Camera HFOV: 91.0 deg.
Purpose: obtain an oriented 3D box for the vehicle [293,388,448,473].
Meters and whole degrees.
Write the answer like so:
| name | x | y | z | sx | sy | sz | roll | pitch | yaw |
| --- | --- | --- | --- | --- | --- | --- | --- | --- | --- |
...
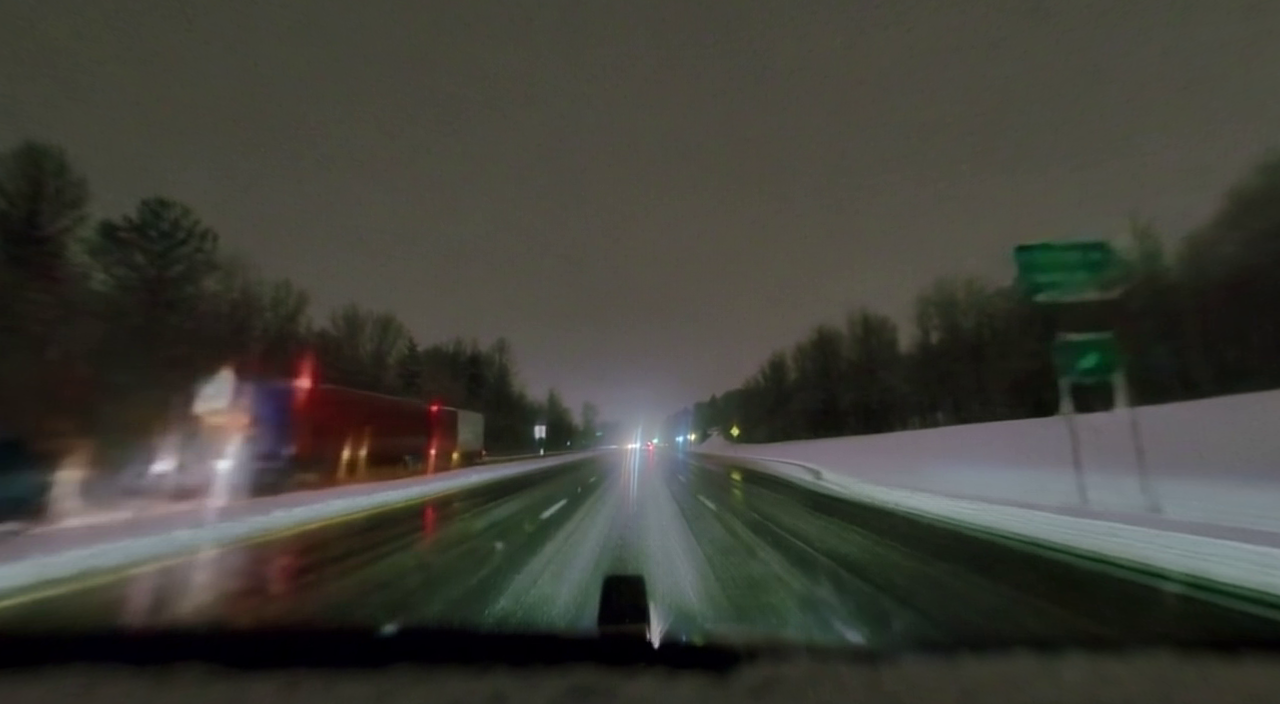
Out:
| name | x | y | z | sx | sy | sz | roll | pitch | yaw |
| --- | --- | --- | --- | --- | --- | --- | --- | --- | --- |
| vehicle | -15.072 | 4.784 | 37.283 | 2.972 | 4.061 | 14.035 | 0 | -8 | 0 |
